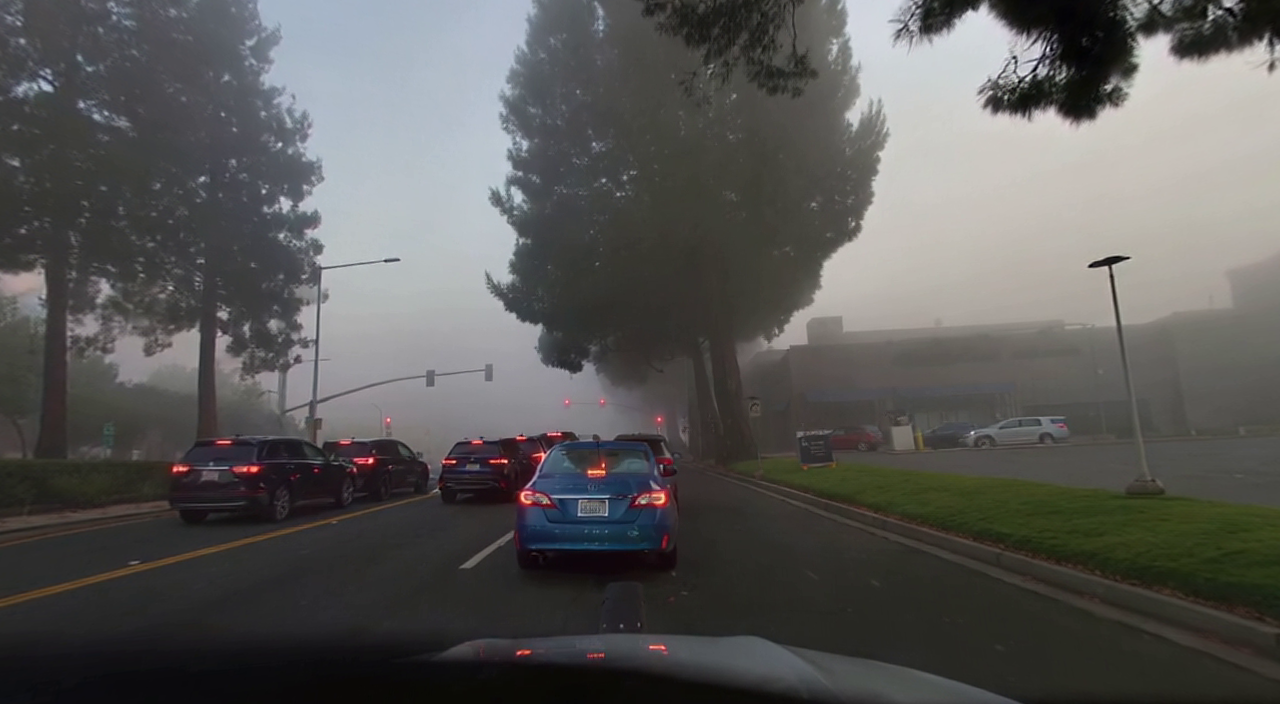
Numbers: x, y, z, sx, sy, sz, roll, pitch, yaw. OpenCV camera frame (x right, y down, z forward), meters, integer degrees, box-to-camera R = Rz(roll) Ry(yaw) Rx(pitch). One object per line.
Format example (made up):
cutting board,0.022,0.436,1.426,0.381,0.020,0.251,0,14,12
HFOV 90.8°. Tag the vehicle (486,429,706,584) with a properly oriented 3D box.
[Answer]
vehicle,-0.415,1.791,8.118,2.104,1.472,3.946,0,-9,0

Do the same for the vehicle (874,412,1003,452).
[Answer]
vehicle,13.928,3.792,29.711,4.975,1.809,1.956,-1,-9,1

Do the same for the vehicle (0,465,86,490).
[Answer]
vehicle,-36.638,7.622,38.441,4.093,1.440,1.804,0,-9,-1

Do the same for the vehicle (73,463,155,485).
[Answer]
vehicle,-36.385,8.444,43.759,3.918,1.423,1.861,0,-9,0

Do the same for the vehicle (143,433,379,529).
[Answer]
vehicle,-7.277,2.497,12.821,2.096,1.593,4.288,0,-9,1

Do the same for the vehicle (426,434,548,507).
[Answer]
vehicle,-3.622,2.886,15.772,1.969,1.570,4.019,0,-9,1

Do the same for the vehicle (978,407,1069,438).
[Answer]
vehicle,27.382,5.062,45.235,5.333,1.880,2.130,-8,-9,31
